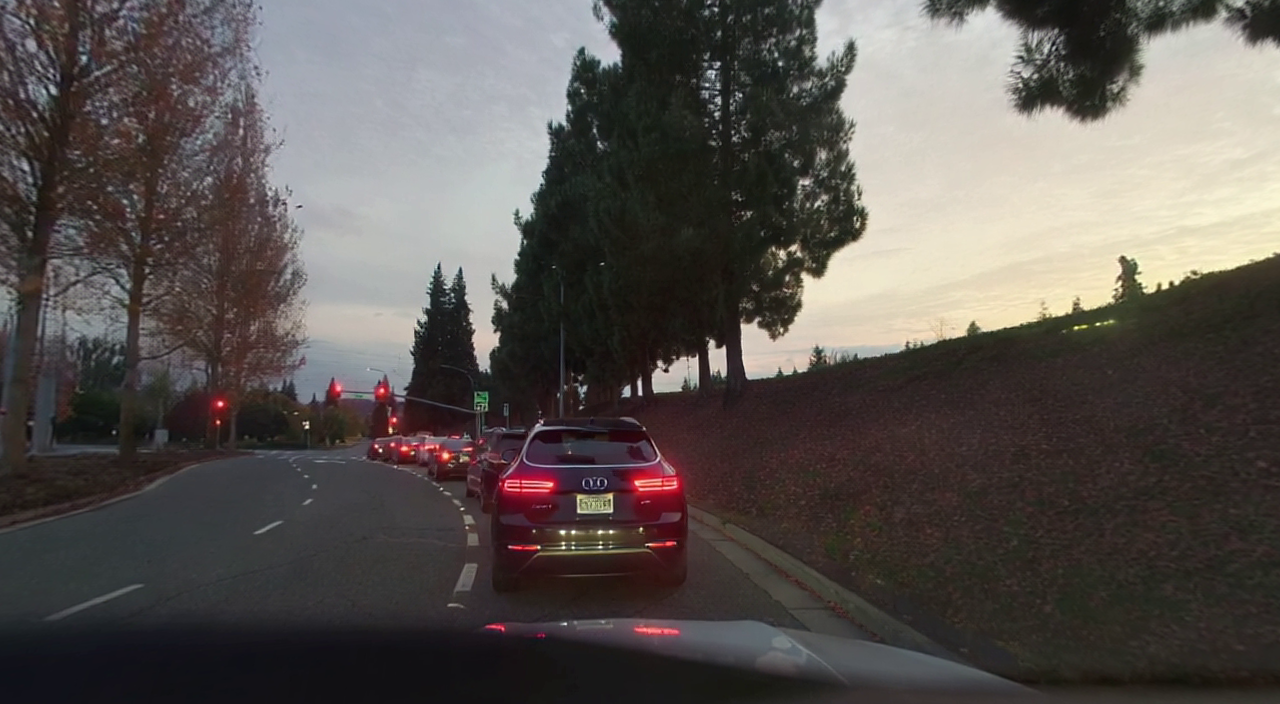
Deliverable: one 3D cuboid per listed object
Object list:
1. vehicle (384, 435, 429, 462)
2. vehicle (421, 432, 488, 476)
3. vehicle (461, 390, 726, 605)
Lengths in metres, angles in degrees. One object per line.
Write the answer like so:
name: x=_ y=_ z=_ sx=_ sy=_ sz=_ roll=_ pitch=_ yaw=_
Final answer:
vehicle: x=-13.752 y=5.630 z=36.903 sx=1.863 sy=1.488 sz=4.426 roll=4 pitch=-9 yaw=-27
vehicle: x=-7.288 y=3.931 z=24.492 sx=1.902 sy=1.536 sz=3.662 roll=4 pitch=-9 yaw=-25
vehicle: x=-0.678 y=1.457 z=7.204 sx=2.134 sy=1.671 sz=4.147 roll=1 pitch=-8 yaw=-9
